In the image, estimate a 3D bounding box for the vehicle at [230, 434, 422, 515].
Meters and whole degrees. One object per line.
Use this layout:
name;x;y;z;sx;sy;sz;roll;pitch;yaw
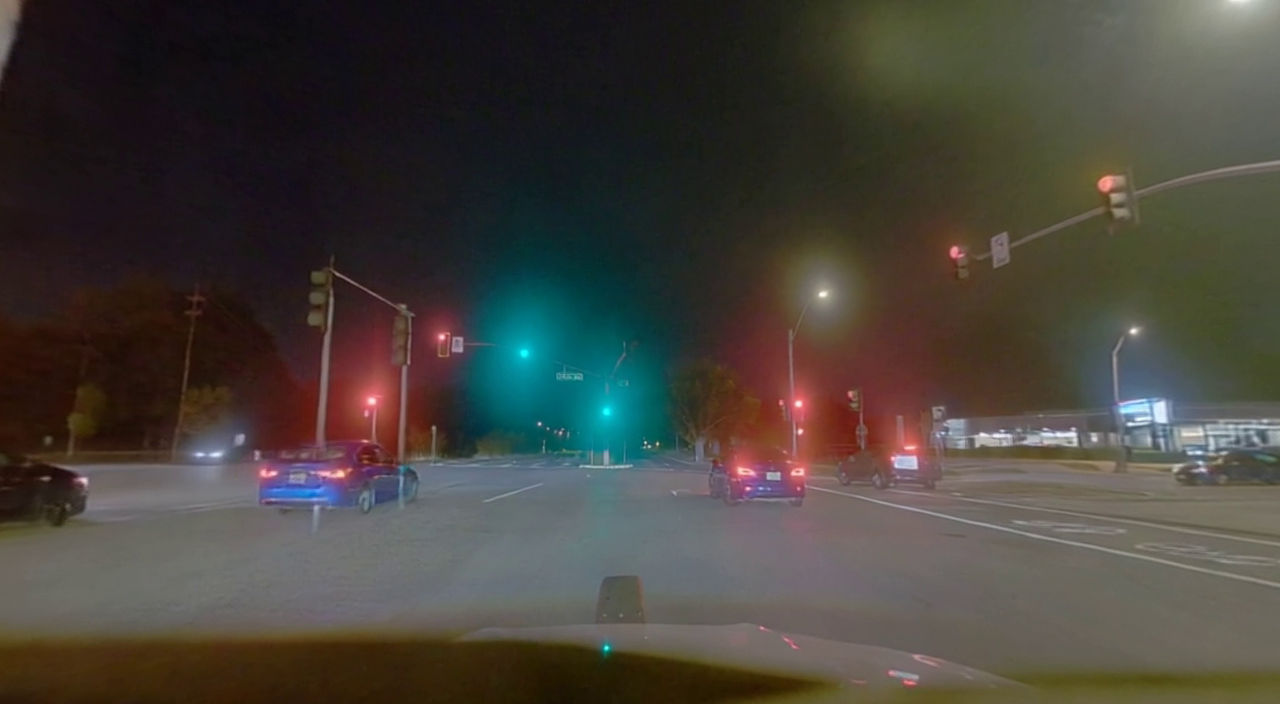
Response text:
vehicle;-6.555;2.586;13.876;1.995;1.470;4.556;0;-8;-2

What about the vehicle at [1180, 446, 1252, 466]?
vehicle;43.732;7.871;47.977;1.723;1.431;3.880;0;-8;-2

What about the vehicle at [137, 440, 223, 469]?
vehicle;-30.065;6.717;41.411;2.134;1.778;4.750;0;-8;-2

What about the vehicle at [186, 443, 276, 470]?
vehicle;-23.344;5.988;36.254;2.119;1.428;4.622;0;-8;-1

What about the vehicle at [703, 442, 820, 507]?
vehicle;3.043;3.174;16.926;1.940;1.487;4.562;0;-8;-4

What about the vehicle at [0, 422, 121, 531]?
vehicle;-9.856;1.683;8.410;1.979;1.494;4.693;0;-8;-2

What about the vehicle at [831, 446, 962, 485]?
vehicle;10.572;4.648;26.112;4.703;1.492;1.930;2;-9;-14
